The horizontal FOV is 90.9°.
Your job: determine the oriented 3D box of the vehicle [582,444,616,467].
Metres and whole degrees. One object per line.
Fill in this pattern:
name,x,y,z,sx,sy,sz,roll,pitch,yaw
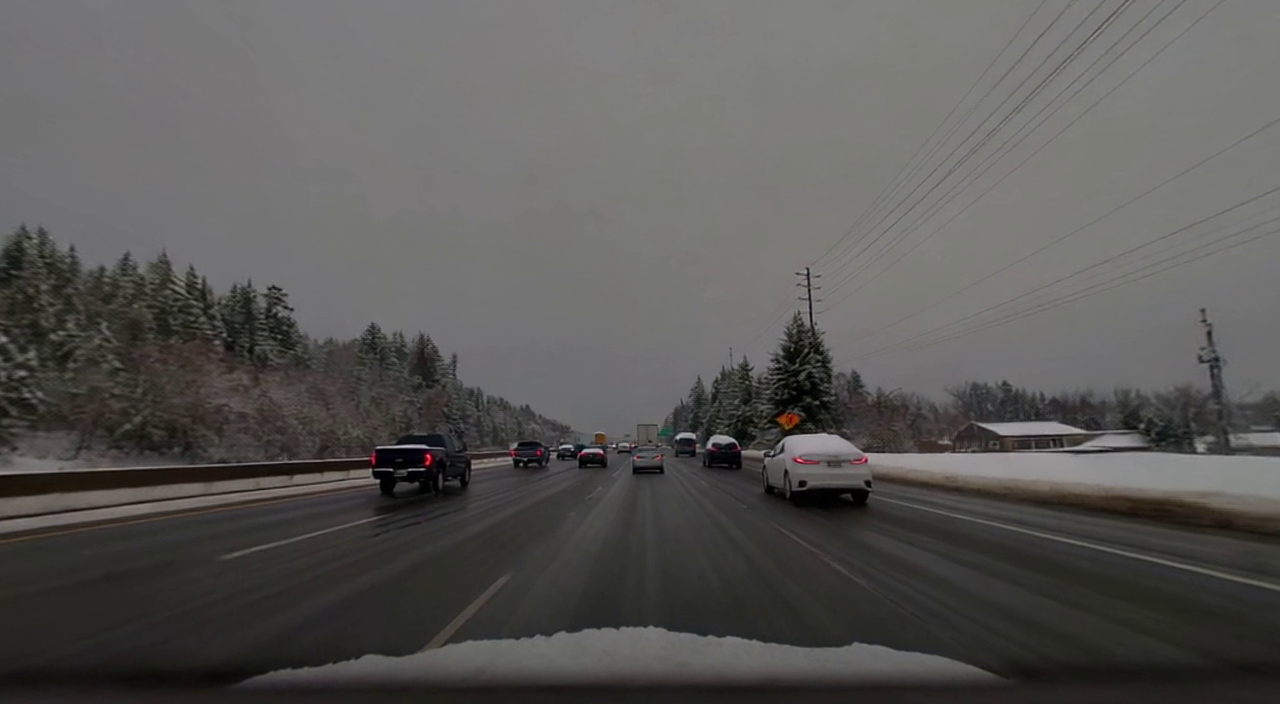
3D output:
vehicle,-2.712,6.991,42.683,1.904,1.479,4.274,0,-9,1

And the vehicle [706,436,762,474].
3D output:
vehicle,4.678,5.212,32.033,2.195,1.778,4.455,0,-9,0

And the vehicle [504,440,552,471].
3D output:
vehicle,-6.528,6.081,37.262,1.978,1.680,4.263,0,-9,1

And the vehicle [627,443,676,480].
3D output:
vehicle,0.469,4.703,27.288,1.966,1.444,3.986,0,-9,1

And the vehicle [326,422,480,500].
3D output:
vehicle,-6.696,3.163,18.787,2.269,1.936,5.777,0,-9,1

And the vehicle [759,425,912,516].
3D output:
vehicle,4.105,2.563,14.119,2.002,1.691,4.290,0,-9,0
